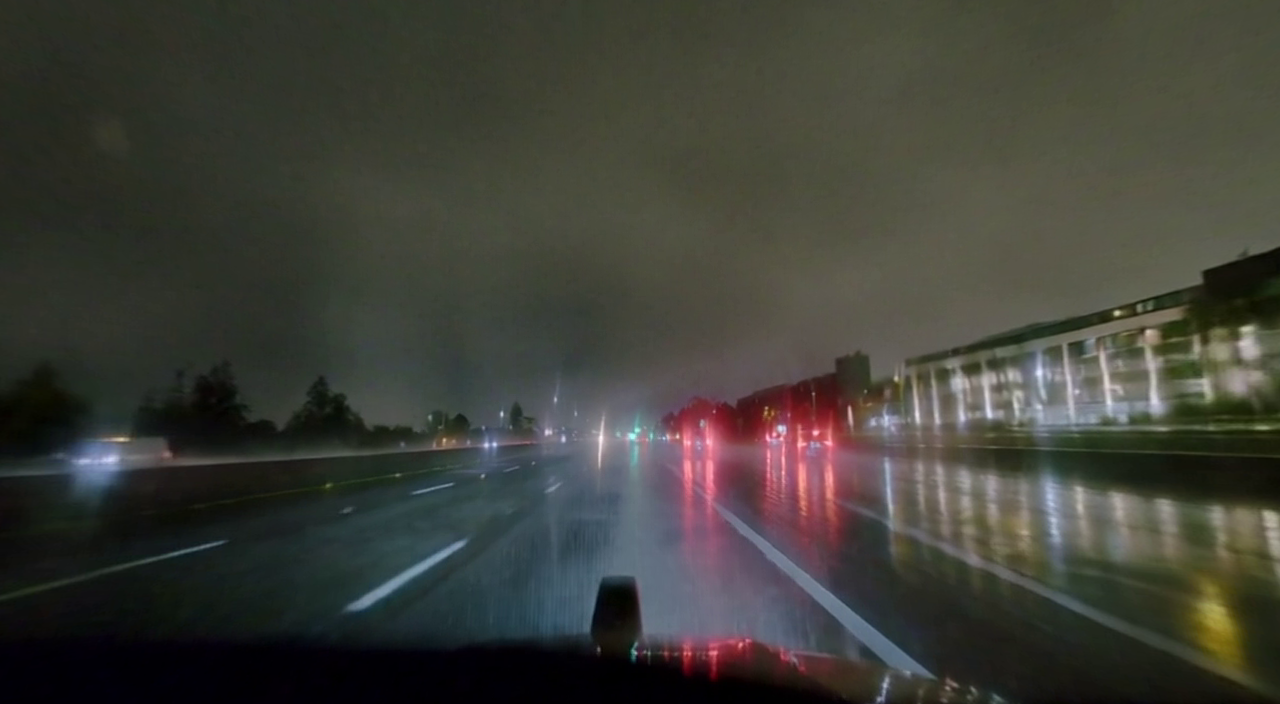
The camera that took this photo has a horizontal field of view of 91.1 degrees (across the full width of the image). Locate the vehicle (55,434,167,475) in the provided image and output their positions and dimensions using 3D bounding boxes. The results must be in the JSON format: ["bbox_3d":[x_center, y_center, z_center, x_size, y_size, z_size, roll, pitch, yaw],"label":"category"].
[{"bbox_3d":[-38.438,7.437,45.984,2.397,2.758,6.485,0,-8,1],"label":"vehicle"}]
